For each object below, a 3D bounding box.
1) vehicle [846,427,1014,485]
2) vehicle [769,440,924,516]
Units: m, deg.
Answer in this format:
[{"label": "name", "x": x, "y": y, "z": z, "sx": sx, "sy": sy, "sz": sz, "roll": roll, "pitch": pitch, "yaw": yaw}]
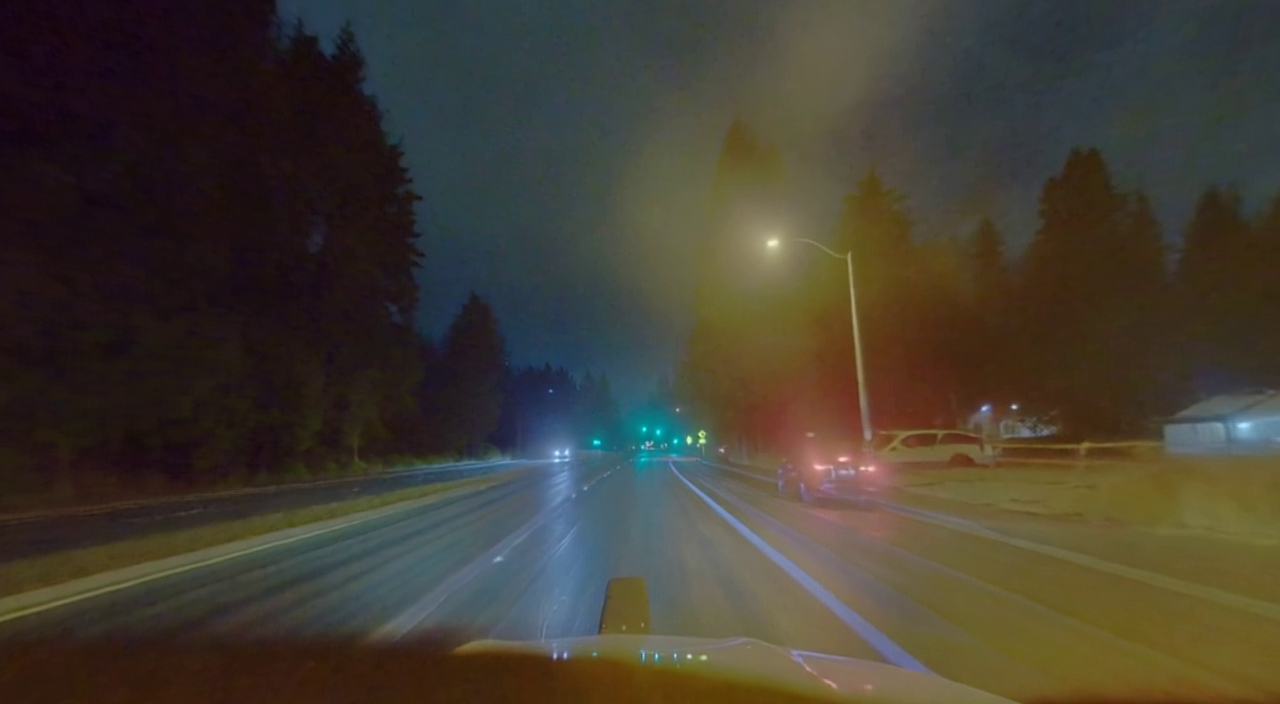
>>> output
[{"label": "vehicle", "x": 10.124, "y": 3.674, "z": 22.333, "sx": 4.839, "sy": 1.933, "sz": 2.215, "roll": 1, "pitch": -8, "yaw": -3}, {"label": "vehicle", "x": 4.628, "y": 2.878, "z": 15.025, "sx": 2.184, "sy": 1.496, "sz": 4.615, "roll": 0, "pitch": -9, "yaw": 1}]
